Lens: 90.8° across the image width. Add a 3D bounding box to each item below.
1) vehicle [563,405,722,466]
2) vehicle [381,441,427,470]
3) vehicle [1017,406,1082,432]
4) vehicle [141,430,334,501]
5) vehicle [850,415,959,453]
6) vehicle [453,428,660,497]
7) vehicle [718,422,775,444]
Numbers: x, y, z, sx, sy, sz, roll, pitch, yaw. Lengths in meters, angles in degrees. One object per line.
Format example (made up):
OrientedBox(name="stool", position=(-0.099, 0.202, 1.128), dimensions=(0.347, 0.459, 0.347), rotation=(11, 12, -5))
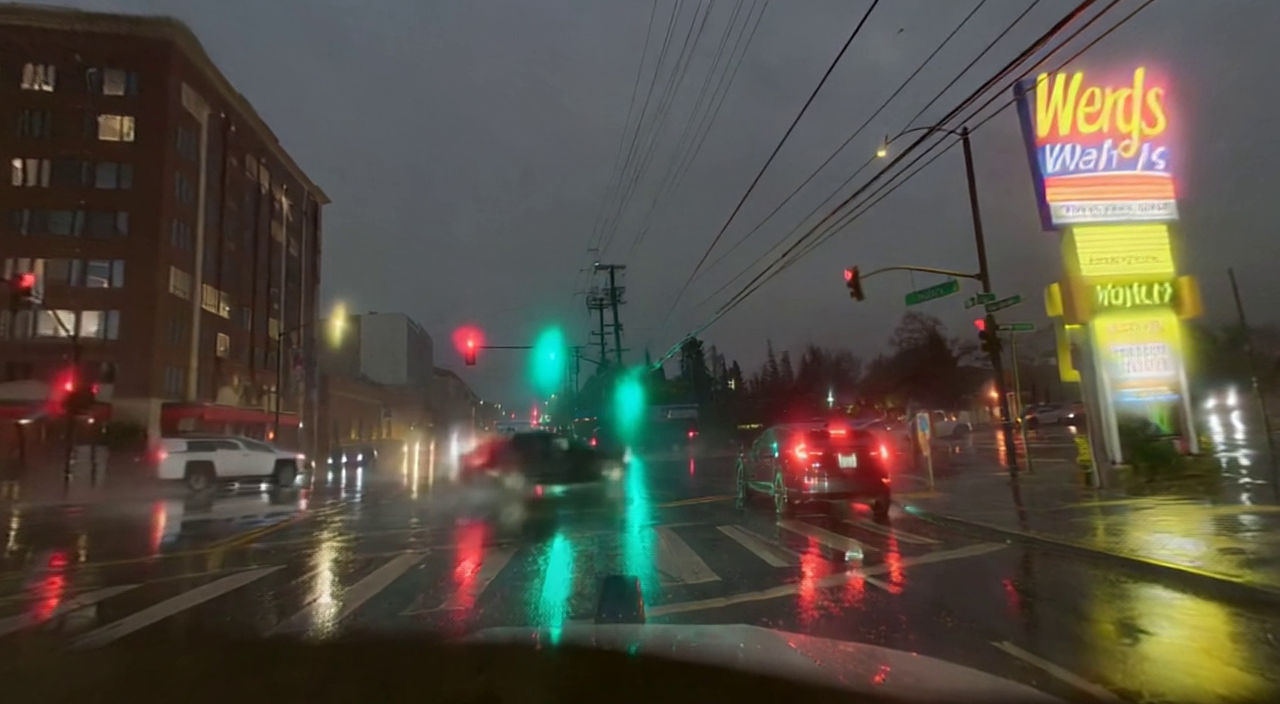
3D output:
OrientedBox(name="vehicle", position=(0.201, 3.090, 23.185), dimensions=(5.588, 1.985, 2.374), rotation=(7, -11, -39))
OrientedBox(name="vehicle", position=(-13.902, 6.009, 37.111), dimensions=(2.093, 1.446, 4.054), rotation=(2, -7, -26))
OrientedBox(name="vehicle", position=(31.000, 5.121, 47.794), dimensions=(4.474, 1.788, 2.039), rotation=(4, -9, -27))
OrientedBox(name="vehicle", position=(-11.376, 3.155, 18.016), dimensions=(4.292, 1.761, 2.105), rotation=(7, -11, -40))
OrientedBox(name="vehicle", position=(11.113, 3.458, 26.456), dimensions=(4.433, 1.453, 1.804), rotation=(5, -10, -30))
OrientedBox(name="vehicle", position=(-2.023, 2.695, 15.735), dimensions=(4.707, 1.487, 1.907), rotation=(4, -10, -29))
OrientedBox(name="vehicle", position=(7.603, 5.867, 45.416), dimensions=(1.866, 1.430, 3.901), rotation=(5, -10, -31))
